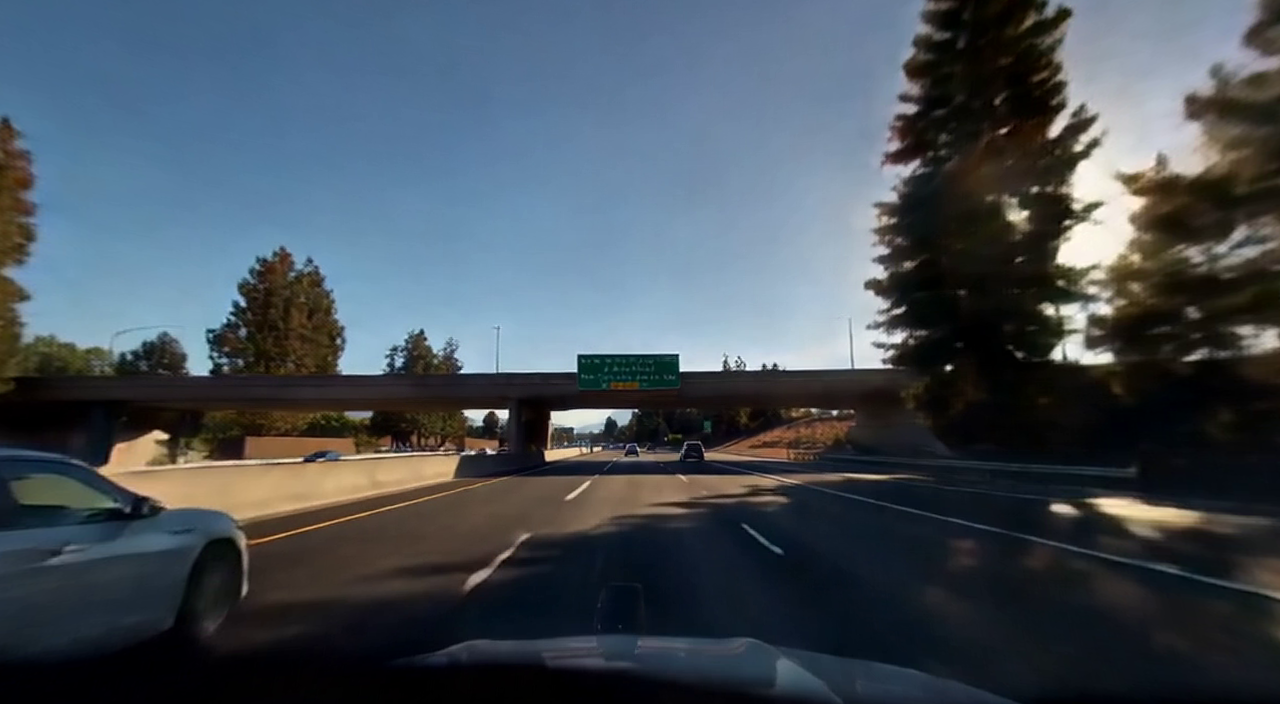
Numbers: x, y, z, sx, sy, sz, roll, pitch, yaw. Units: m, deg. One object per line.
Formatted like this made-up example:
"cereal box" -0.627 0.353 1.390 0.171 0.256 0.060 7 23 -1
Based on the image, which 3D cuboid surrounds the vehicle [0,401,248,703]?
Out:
"vehicle" -3.791 0.921 2.246 2.050 1.547 4.266 0 -9 0
